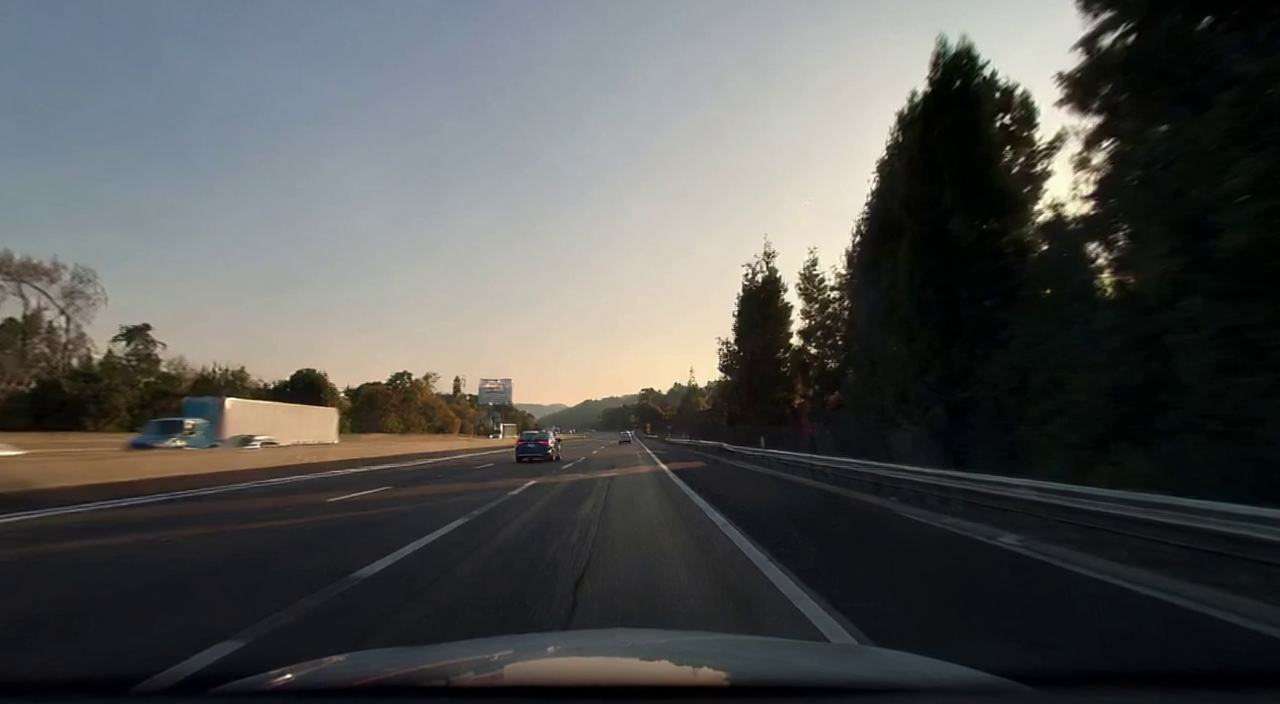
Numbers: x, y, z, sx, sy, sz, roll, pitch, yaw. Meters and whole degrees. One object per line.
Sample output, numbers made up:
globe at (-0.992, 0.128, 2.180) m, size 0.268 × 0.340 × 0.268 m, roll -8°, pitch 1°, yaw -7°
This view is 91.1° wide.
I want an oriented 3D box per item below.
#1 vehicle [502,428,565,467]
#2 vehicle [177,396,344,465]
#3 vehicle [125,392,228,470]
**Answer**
vehicle at (-4.632, 4.217, 27.938) m, size 2.064 × 1.571 × 4.225 m, roll 0°, pitch -8°, yaw 0°
vehicle at (-25.498, 5.535, 43.794) m, size 2.904 × 3.961 × 14.167 m, roll 0°, pitch -8°, yaw 0°
vehicle at (-25.411, 4.337, 34.630) m, size 3.003 × 4.031 × 3.123 m, roll 1°, pitch -7°, yaw -1°
